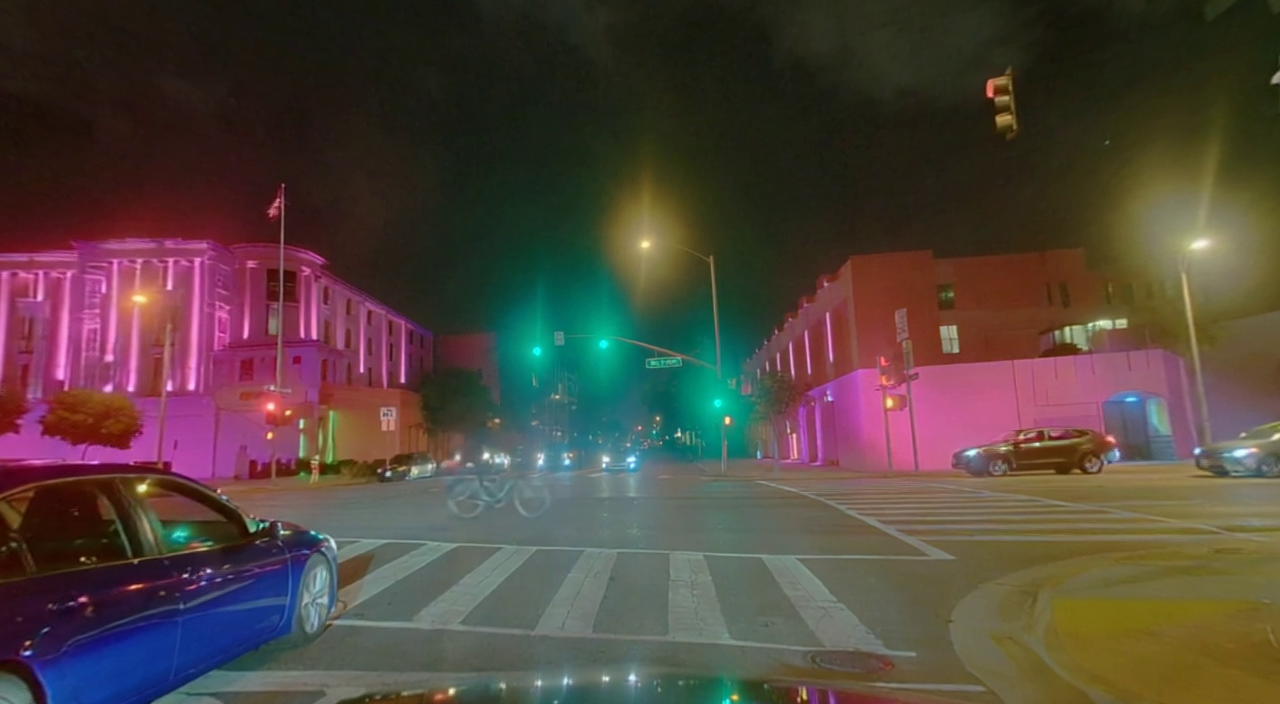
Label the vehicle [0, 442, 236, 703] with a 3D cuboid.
[{"bbox_3d":[-3.683,0.973,2.154,1.759,1.325,4.295,0,-9,0],"label":"vehicle"}]

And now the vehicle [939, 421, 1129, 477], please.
[{"bbox_3d":[11.575,2.879,18.798,4.355,1.546,1.820,-1,-9,6],"label":"vehicle"}]

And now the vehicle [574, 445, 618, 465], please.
[{"bbox_3d":[-3.009,7.187,44.124,1.743,1.362,4.350,-2,-9,14],"label":"vehicle"}]

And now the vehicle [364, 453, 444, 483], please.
[{"bbox_3d":[-12.566,6.175,33.893,1.976,1.425,4.567,-1,-9,9],"label":"vehicle"}]

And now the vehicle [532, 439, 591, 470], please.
[{"bbox_3d":[-4.494,5.979,36.871,1.928,1.647,4.575,-2,-9,13],"label":"vehicle"}]

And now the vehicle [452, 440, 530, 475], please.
[{"bbox_3d":[-8.382,5.975,36.053,2.152,1.825,5.406,-2,-9,12],"label":"vehicle"}]
